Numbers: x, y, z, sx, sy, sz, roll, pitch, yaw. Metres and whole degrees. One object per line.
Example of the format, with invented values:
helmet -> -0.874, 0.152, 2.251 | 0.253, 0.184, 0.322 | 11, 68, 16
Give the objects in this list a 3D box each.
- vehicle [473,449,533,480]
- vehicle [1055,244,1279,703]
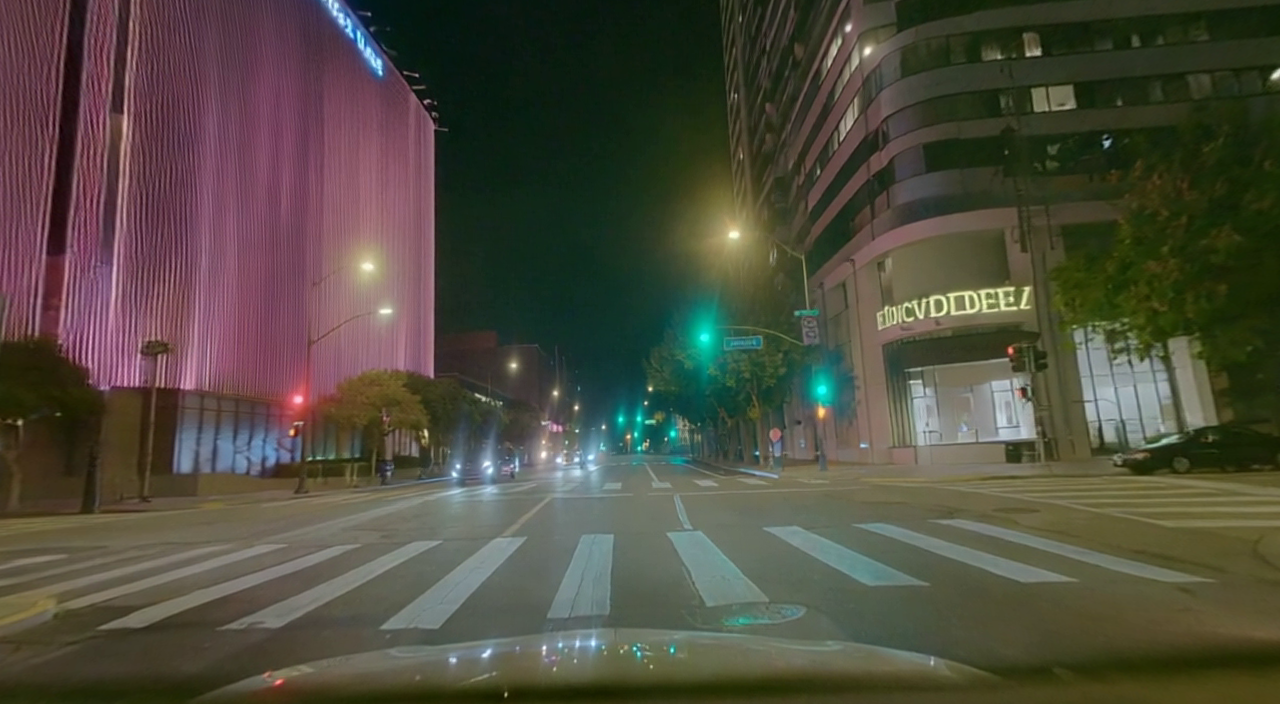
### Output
vehicle -> -6.965, 5.766, 32.574 | 1.893, 1.451, 4.276 | -1, -9, 3
vehicle -> 2.601, 0.417, 0.114 | 2.058, 1.793, 4.429 | 0, -9, 1
